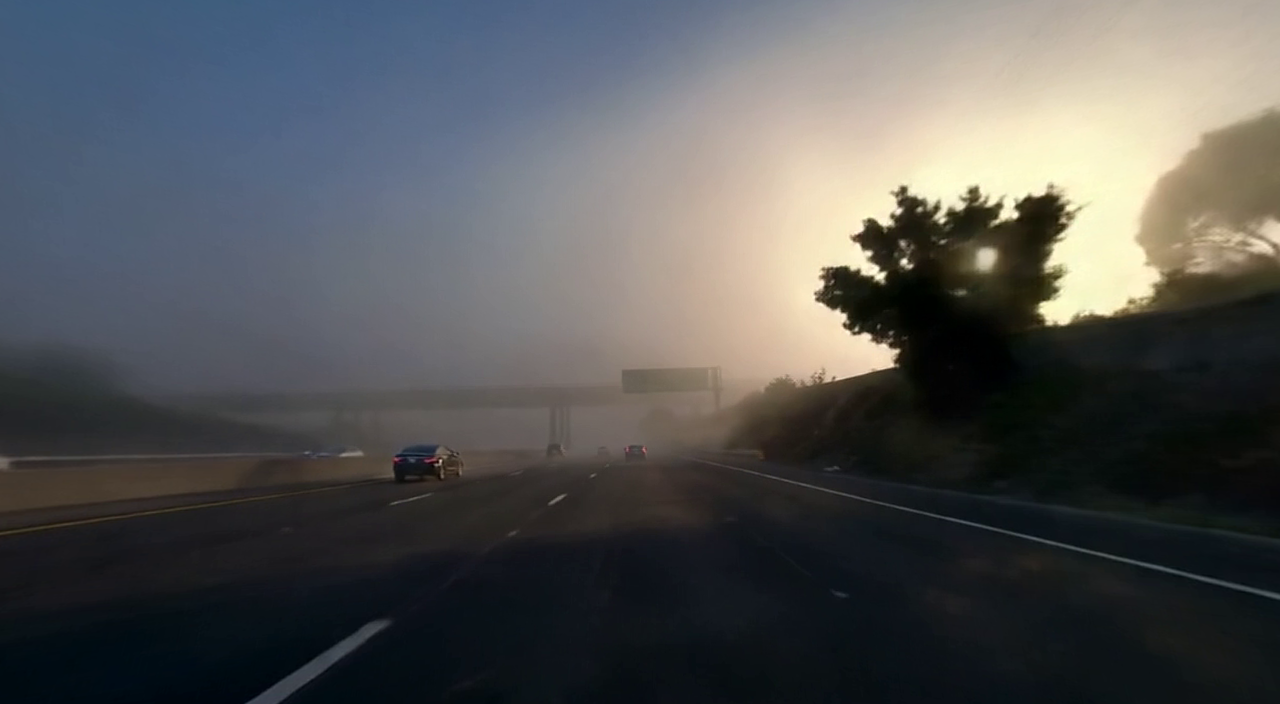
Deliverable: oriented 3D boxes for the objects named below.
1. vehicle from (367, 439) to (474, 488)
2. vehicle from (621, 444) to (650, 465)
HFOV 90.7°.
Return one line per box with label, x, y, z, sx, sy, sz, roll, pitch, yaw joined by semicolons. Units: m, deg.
vehicle;-7.364;3.786;21.801;1.994;1.487;4.605;0;-8;0
vehicle;-0.351;7.524;46.755;2.086;1.472;4.168;0;-8;-1
